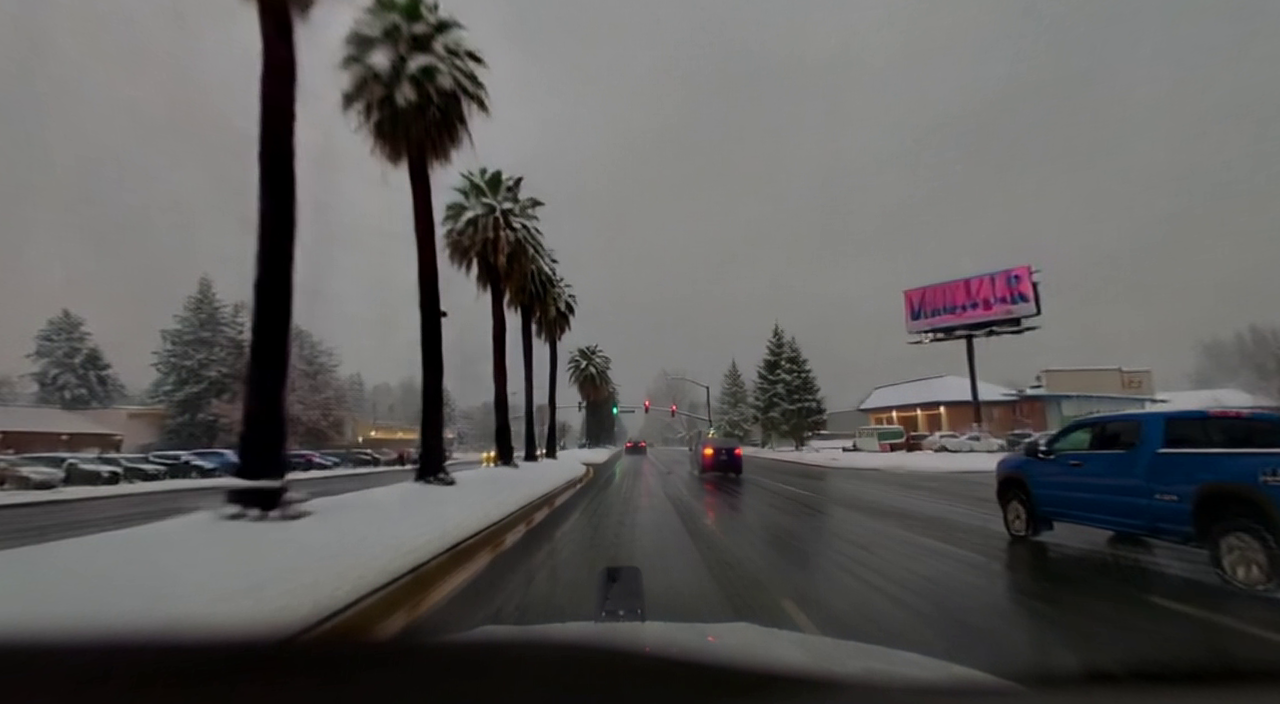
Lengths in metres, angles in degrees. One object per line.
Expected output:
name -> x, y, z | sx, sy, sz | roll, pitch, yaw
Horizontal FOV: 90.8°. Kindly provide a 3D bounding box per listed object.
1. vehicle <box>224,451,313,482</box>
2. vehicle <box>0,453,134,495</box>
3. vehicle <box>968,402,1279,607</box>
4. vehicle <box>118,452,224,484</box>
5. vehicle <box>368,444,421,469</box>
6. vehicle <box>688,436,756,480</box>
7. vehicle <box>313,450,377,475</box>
vehicle -> -19.470, 6.002, 33.385 | 1.900, 1.481, 4.684 | 0, -8, 0
vehicle -> -24.299, 5.080, 26.781 | 1.843, 1.548, 4.645 | 0, -9, -1
vehicle -> 6.124, 1.490, 6.895 | 2.140, 1.606, 5.437 | 0, -8, 0
vehicle -> -24.429, 6.028, 33.182 | 1.899, 1.499, 4.911 | 0, -9, -1
vehicle -> -19.295, 8.203, 49.948 | 2.066, 1.825, 5.291 | 0, -8, 0
vehicle -> 3.092, 4.084, 24.632 | 1.889, 1.541, 4.303 | 0, -8, -2
vehicle -> -19.564, 7.291, 42.120 | 1.871, 1.519, 5.002 | 0, -8, 0
